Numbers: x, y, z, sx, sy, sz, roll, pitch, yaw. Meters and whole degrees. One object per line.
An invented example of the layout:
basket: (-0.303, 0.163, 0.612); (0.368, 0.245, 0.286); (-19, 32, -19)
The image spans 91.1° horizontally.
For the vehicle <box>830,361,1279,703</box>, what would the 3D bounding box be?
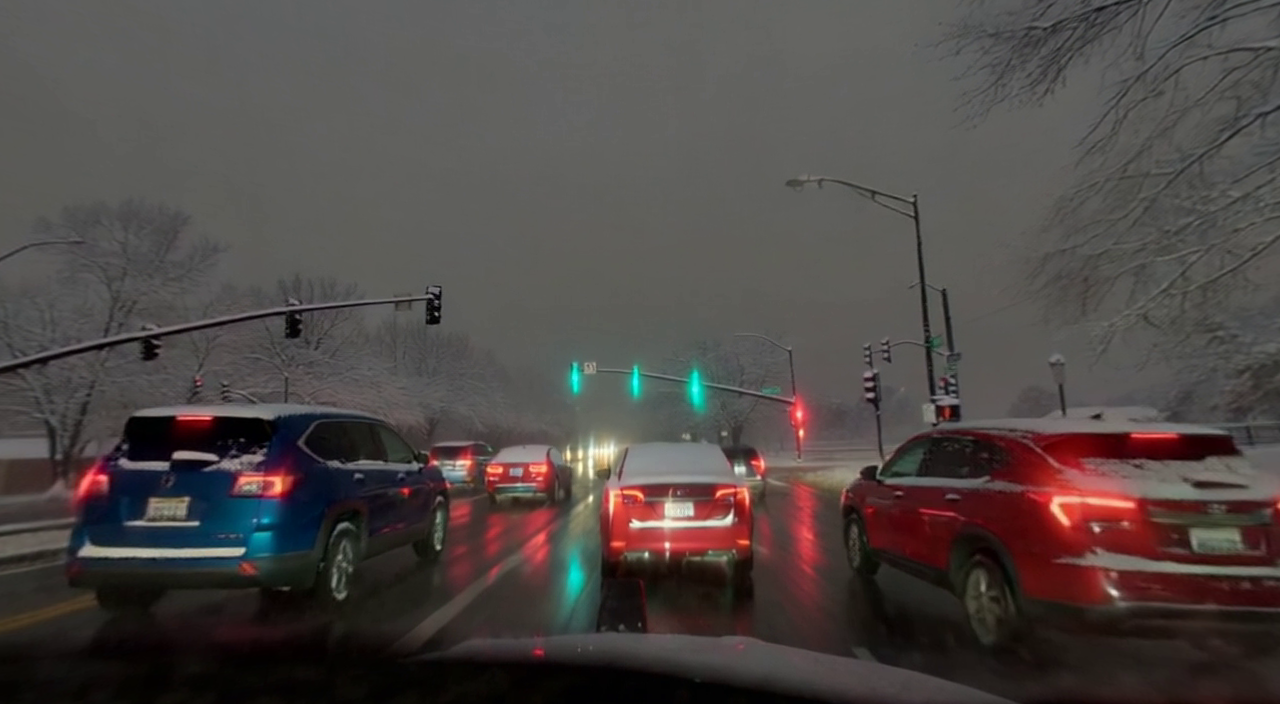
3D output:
vehicle: (3.129, 1.236, 4.929); (1.880, 1.747, 4.500); (0, -8, 1)

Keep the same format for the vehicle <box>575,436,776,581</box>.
vehicle: (0.328, 1.895, 8.437); (2.051, 1.460, 3.932); (0, -8, -1)

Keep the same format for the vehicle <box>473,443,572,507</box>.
vehicle: (-3.059, 3.267, 17.226); (1.868, 1.516, 4.114); (0, -8, 1)

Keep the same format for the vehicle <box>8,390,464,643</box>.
vehicle: (-3.455, 1.470, 6.632); (1.889, 1.767, 4.289); (0, -8, 1)
